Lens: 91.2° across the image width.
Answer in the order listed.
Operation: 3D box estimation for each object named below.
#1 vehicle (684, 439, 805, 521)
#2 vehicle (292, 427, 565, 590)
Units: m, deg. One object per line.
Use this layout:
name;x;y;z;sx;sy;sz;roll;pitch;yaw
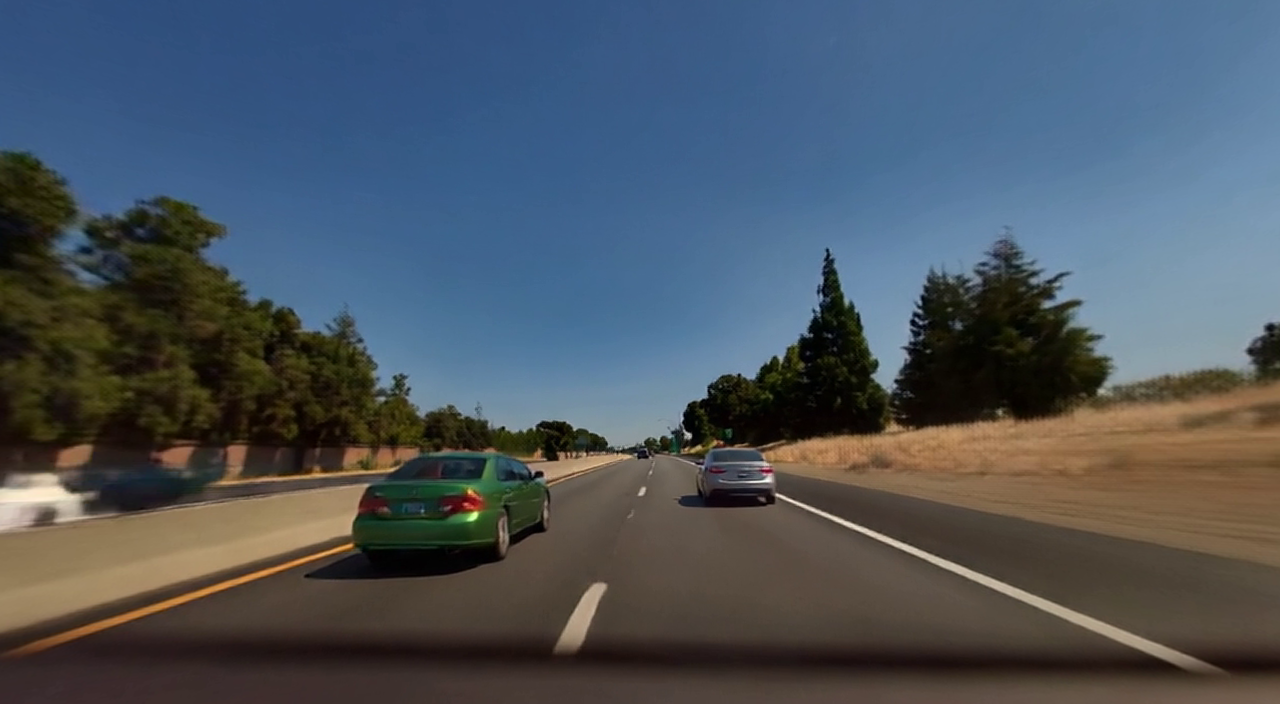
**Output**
vehicle;2.142;2.755;14.017;2.021;1.533;4.014;0;-9;0
vehicle;-2.304;1.843;8.243;2.083;1.548;4.251;0;-9;0
